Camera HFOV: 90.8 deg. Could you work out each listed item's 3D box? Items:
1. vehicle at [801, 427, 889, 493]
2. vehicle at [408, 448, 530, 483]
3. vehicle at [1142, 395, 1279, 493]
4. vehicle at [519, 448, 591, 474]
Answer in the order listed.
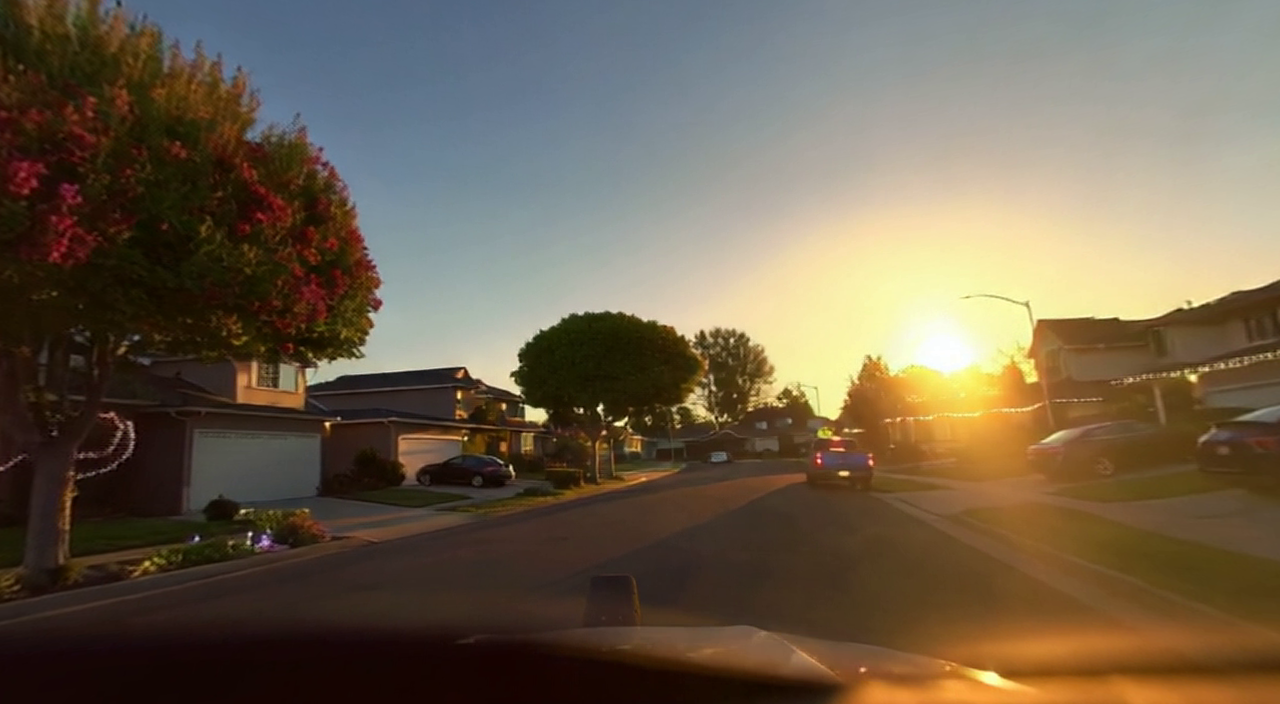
[{"bbox_3d":[7.208,3.805,22.608,2.552,2.024,5.414,-3,-9,16],"label":"vehicle"},{"bbox_3d":[-7.528,5.008,28.002,4.916,1.485,1.807,-2,-9,11],"label":"vehicle"},{"bbox_3d":[11.304,1.513,10.501,4.055,1.521,1.948,-3,-9,14],"label":"vehicle"},{"bbox_3d":[-5.541,7.120,41.408,4.319,1.605,1.770,-2,-9,9],"label":"vehicle"}]
